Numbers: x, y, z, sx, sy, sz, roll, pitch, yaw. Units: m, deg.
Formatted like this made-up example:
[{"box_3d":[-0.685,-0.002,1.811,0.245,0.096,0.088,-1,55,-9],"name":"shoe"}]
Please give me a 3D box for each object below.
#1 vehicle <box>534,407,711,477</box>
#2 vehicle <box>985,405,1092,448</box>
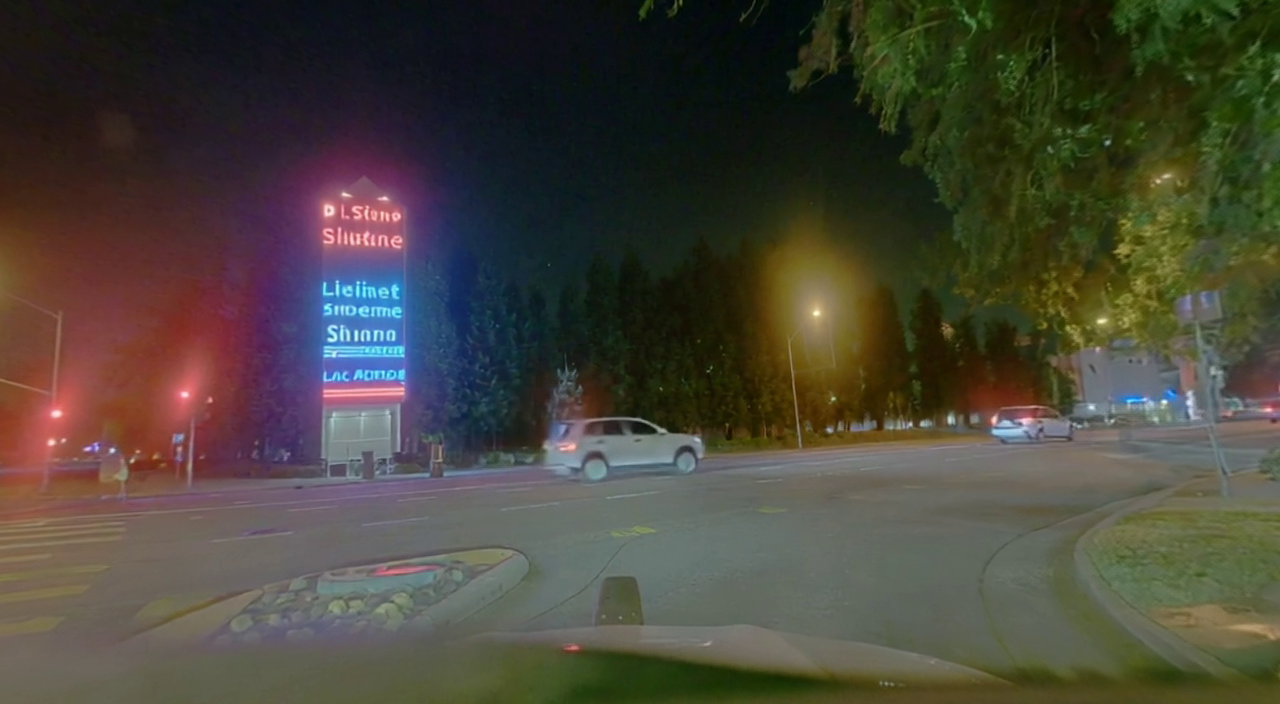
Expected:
[{"box_3d":[-0.446,2.621,18.309,4.689,1.758,2.146,5,-10,-33],"name":"vehicle"},{"box_3d":[16.313,3.092,25.797,4.377,1.624,1.953,6,-10,-34],"name":"vehicle"}]
